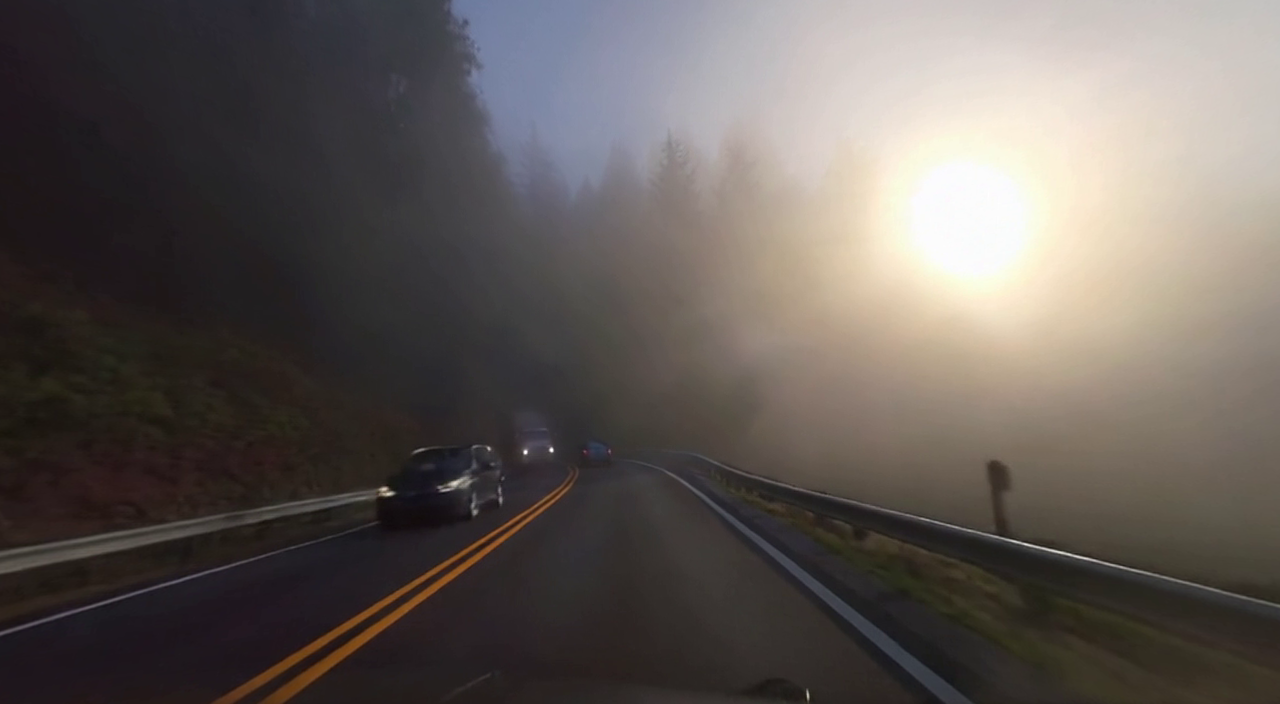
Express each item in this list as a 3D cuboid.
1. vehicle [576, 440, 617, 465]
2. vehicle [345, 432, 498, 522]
[{"bbox_3d":[-2.908,6.560,41.349,2.120,1.491,4.349,1,-8,-11],"label":"vehicle"},{"bbox_3d":[-5.138,2.976,15.701,2.319,1.864,4.569,0,-8,-2],"label":"vehicle"}]
